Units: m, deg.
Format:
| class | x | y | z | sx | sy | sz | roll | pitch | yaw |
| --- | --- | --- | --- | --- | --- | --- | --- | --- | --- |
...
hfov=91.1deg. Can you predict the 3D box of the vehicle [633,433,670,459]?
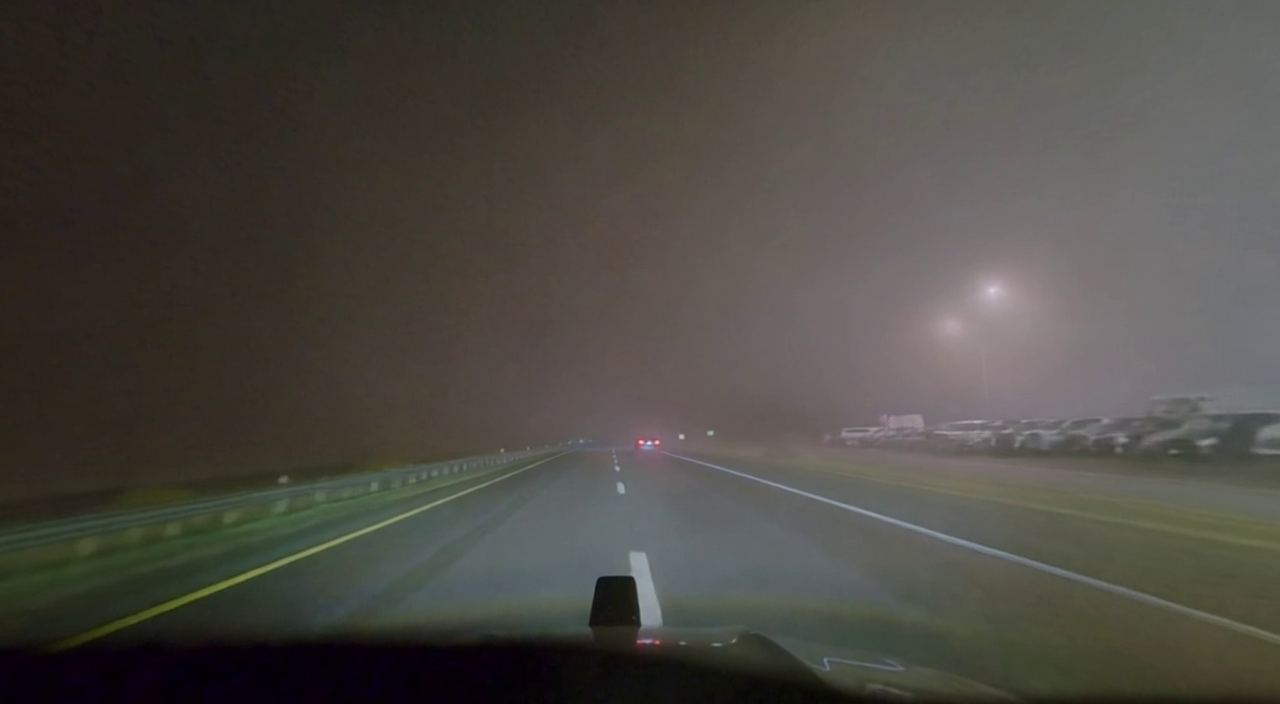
| class | x | y | z | sx | sy | sz | roll | pitch | yaw |
| --- | --- | --- | --- | --- | --- | --- | --- | --- | --- |
| vehicle | 0.670 | 5.961 | 40.052 | 2.037 | 1.504 | 4.248 | 0 | -8 | -3 |
